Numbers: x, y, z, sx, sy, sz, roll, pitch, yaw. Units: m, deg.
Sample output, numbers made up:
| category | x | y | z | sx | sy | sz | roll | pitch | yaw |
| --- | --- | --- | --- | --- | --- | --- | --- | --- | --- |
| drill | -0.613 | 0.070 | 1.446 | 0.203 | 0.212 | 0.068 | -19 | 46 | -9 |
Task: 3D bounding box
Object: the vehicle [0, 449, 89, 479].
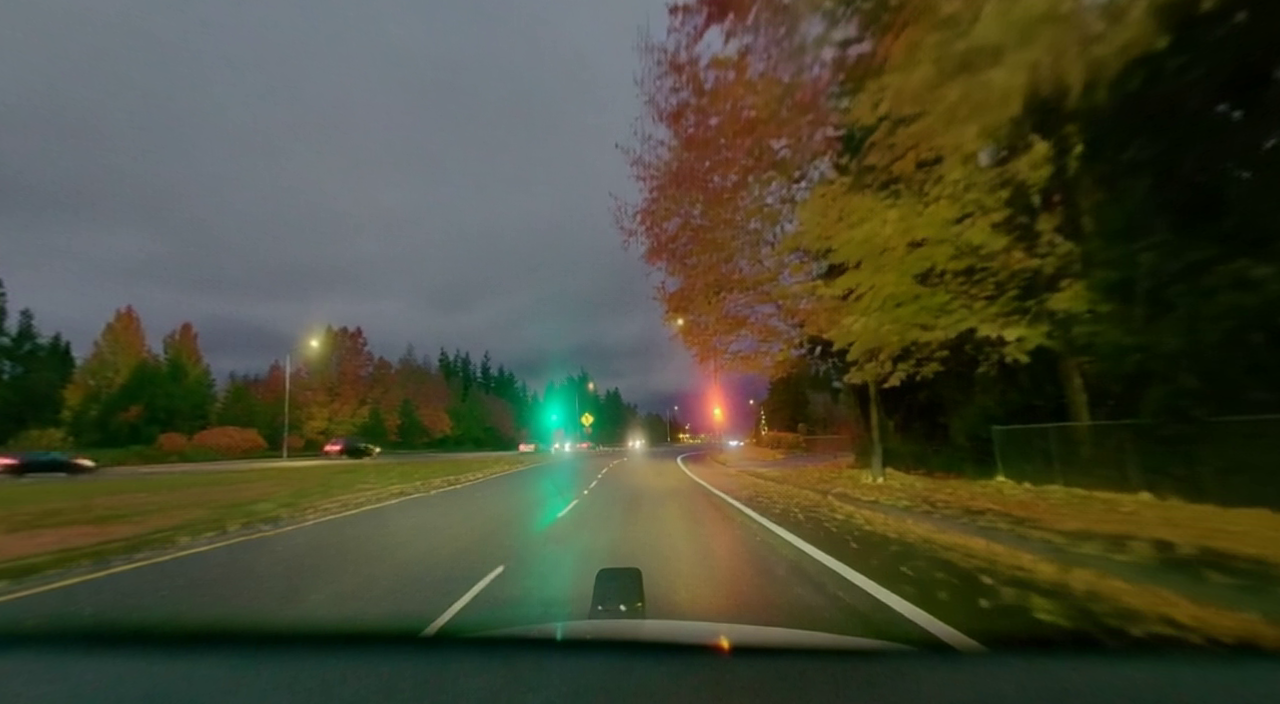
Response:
| category | x | y | z | sx | sy | sz | roll | pitch | yaw |
| --- | --- | --- | --- | --- | --- | --- | --- | --- | --- |
| vehicle | -33.392 | 6.108 | 34.564 | 1.865 | 1.518 | 4.231 | -2 | -9 | 19 |
